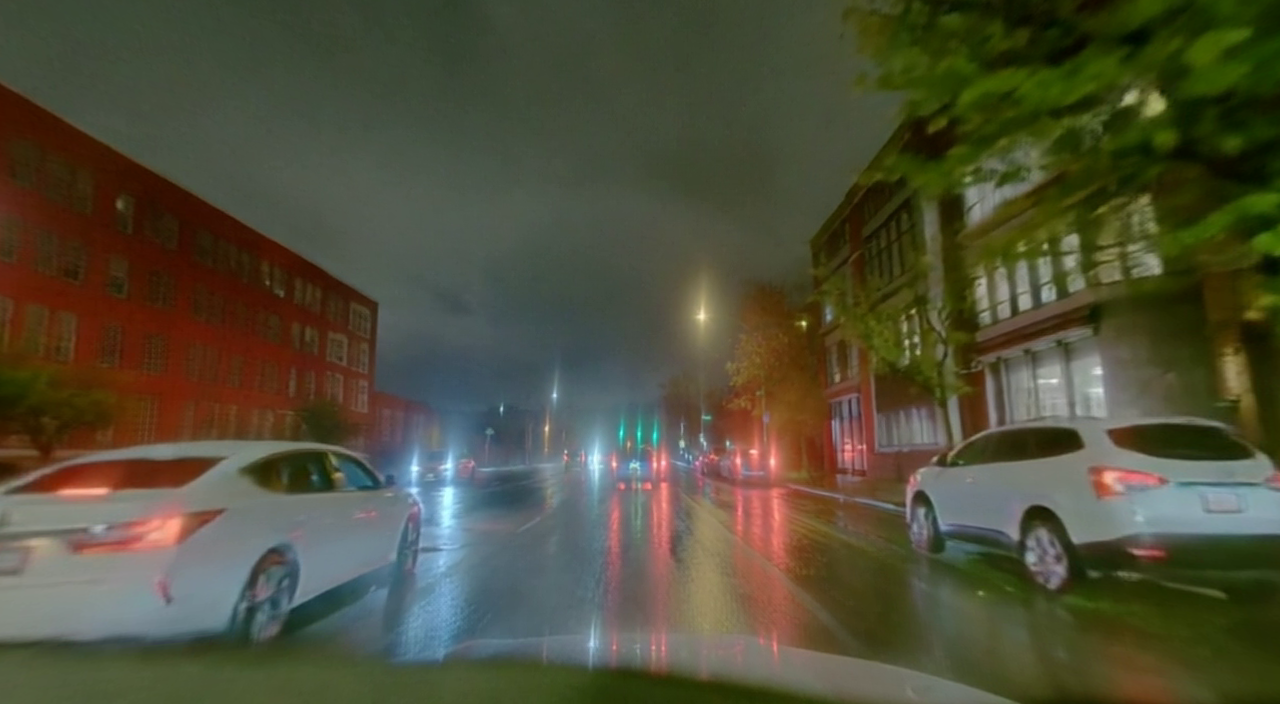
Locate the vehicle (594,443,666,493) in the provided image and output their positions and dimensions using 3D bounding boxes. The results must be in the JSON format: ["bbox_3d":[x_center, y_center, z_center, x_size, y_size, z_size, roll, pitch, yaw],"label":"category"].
[{"bbox_3d":[-0.323,3.902,21.631,2.230,1.518,4.113,0,-8,-1],"label":"vehicle"}]

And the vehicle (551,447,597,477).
[{"bbox_3d":[-3.631,6.124,35.317,1.972,1.560,4.066,0,-8,2],"label":"vehicle"}]

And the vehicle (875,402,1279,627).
[{"bbox_3d":[4.871,1.635,7.421,2.123,1.736,4.795,1,-8,-3],"label":"vehicle"}]

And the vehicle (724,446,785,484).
[{"bbox_3d":[4.951,4.932,27.804,1.832,1.491,4.054,1,-8,-2],"label":"vehicle"}]

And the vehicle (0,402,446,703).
[{"bbox_3d":[-3.432,1.363,5.445,1.934,1.548,4.635,0,-8,1],"label":"vehicle"}]
